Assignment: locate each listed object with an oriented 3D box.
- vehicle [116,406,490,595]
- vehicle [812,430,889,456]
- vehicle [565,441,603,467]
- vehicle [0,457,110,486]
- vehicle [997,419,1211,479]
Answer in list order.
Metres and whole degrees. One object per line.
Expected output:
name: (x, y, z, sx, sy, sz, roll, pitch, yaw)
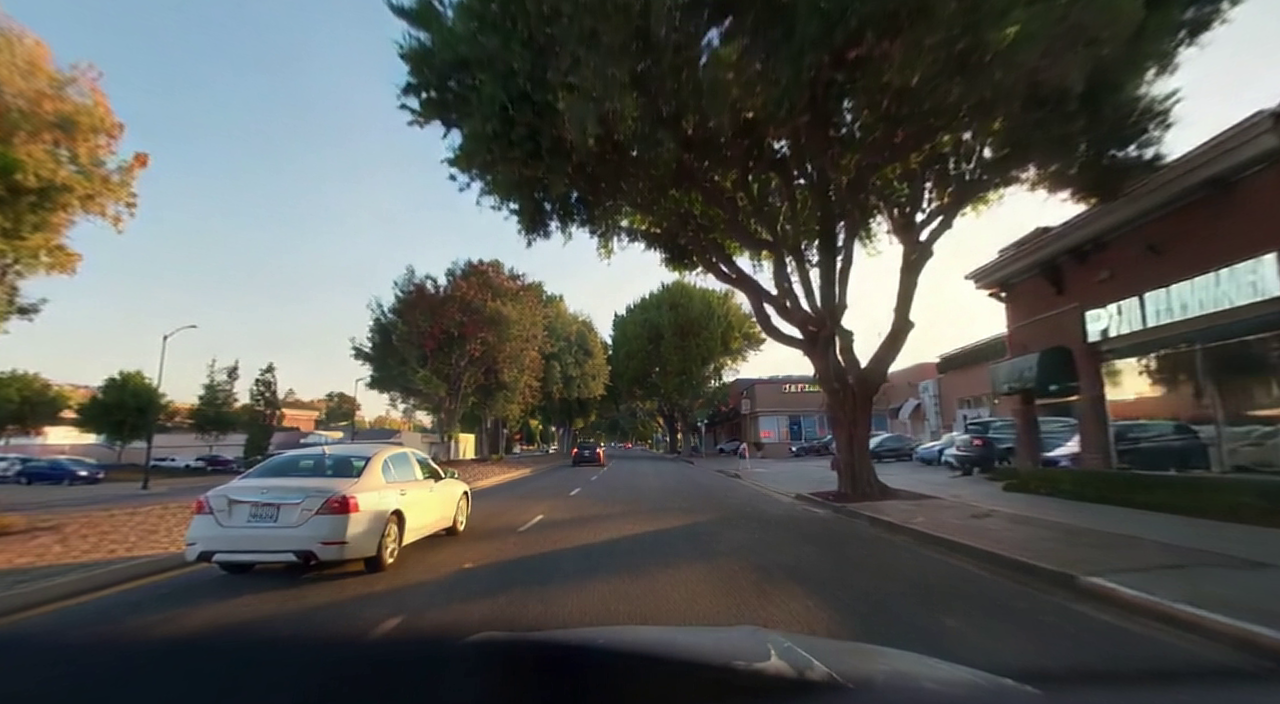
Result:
vehicle: (-3.533, 1.660, 7.929, 2.126, 1.655, 4.560, 0, -9, 0)
vehicle: (13.376, 5.813, 40.321, 4.165, 1.650, 1.946, 0, -9, -2)
vehicle: (-3.363, 6.214, 38.573, 1.955, 1.461, 4.396, 0, -9, 0)
vehicle: (-34.258, 6.976, 37.131, 1.921, 1.506, 5.032, 0, -9, -2)
vehicle: (13.381, 2.834, 18.447, 4.697, 1.518, 1.990, -1, -9, -3)
